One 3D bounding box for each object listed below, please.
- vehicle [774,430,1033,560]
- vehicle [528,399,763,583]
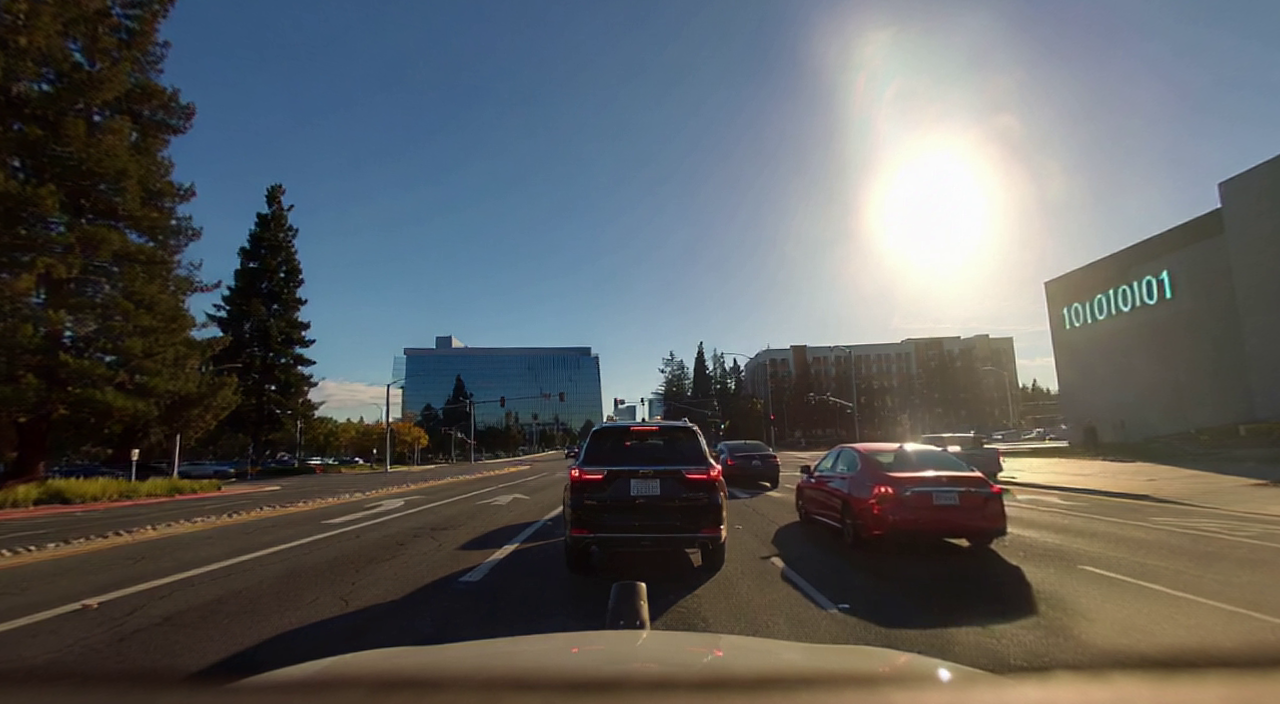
[{"bbox_3d":[3.508,1.985,9.504,1.997,1.471,4.321,0,-9,0],"label":"vehicle"},{"bbox_3d":[0.055,1.656,8.254,2.266,1.762,4.131,0,-9,0],"label":"vehicle"}]
